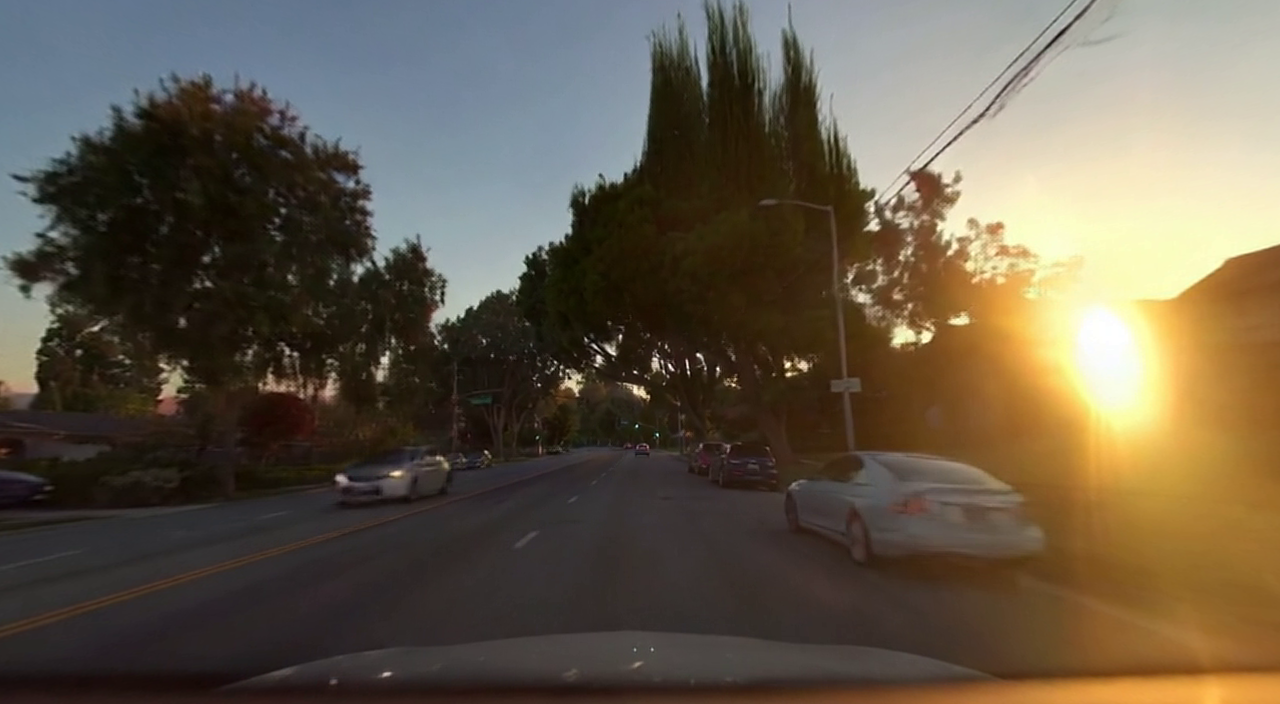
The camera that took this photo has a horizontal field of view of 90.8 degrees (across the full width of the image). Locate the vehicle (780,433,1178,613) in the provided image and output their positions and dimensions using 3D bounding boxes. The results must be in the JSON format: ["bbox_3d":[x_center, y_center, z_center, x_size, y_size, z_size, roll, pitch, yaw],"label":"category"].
[{"bbox_3d":[3.430,1.830,7.938,2.158,1.477,5.135,-1,-9,0],"label":"vehicle"}]

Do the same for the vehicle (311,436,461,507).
[{"bbox_3d":[-7.132,3.403,18.554,2.120,1.726,5.445,-1,-8,0],"label":"vehicle"}]

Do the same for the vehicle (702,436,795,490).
[{"bbox_3d":[3.449,3.647,21.172,2.034,1.551,5.272,0,-9,-2],"label":"vehicle"}]
